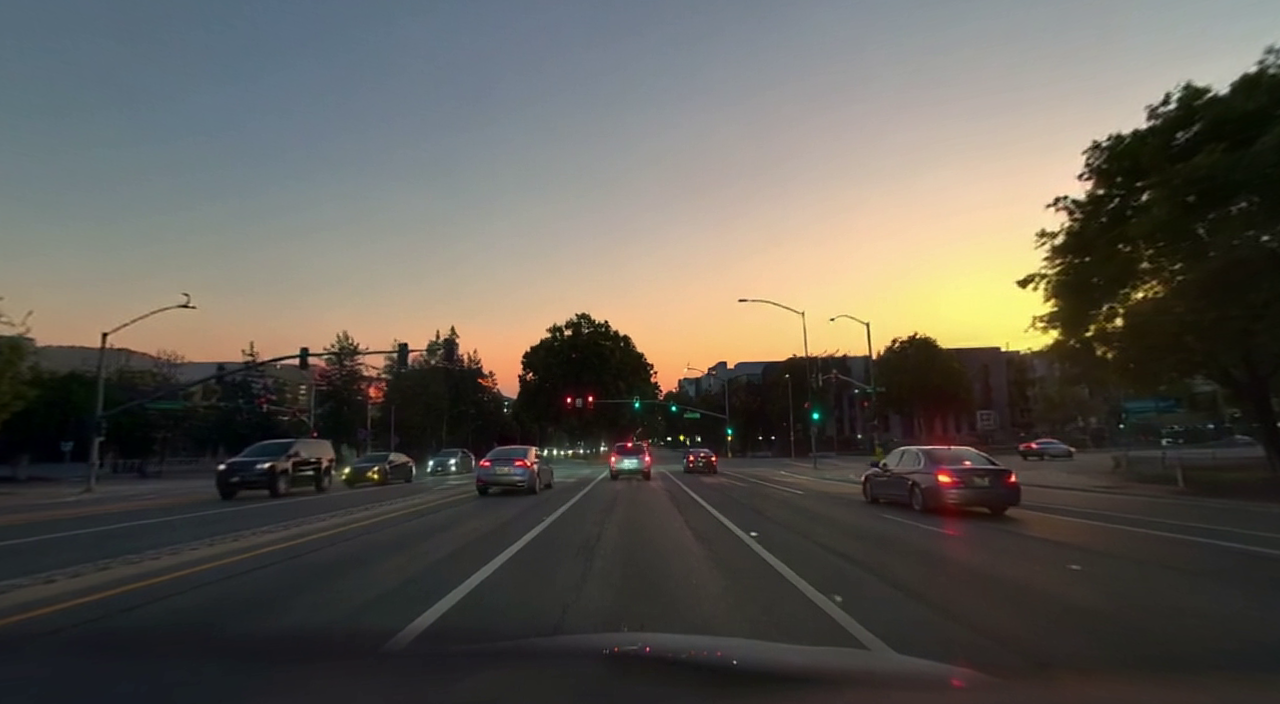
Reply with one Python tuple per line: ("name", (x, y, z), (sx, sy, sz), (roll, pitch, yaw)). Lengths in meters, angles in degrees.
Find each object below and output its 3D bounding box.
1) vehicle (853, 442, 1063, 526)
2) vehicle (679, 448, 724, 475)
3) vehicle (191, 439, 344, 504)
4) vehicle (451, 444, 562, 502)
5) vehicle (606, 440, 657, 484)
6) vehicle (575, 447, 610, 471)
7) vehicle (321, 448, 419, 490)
("vehicle", (6.418, 2.678, 13.517), (2.028, 1.451, 4.625), (0, -8, -1))
("vehicle", (3.427, 6.152, 35.757), (2.014, 1.430, 4.103), (0, -8, -2))
("vehicle", (-10.936, 3.506, 18.978), (2.026, 1.706, 4.041), (0, -8, 1))
("vehicle", (-3.727, 3.462, 18.560), (2.163, 1.474, 4.413), (0, -8, 2))
("vehicle", (-0.327, 4.676, 27.199), (2.008, 1.716, 4.125), (0, -8, 0))
("vehicle", (-3.123, 7.100, 42.259), (2.002, 1.502, 4.057), (0, -8, 0))
("vehicle", (-10.751, 4.653, 25.535), (1.924, 1.479, 4.508), (0, -8, 0))
